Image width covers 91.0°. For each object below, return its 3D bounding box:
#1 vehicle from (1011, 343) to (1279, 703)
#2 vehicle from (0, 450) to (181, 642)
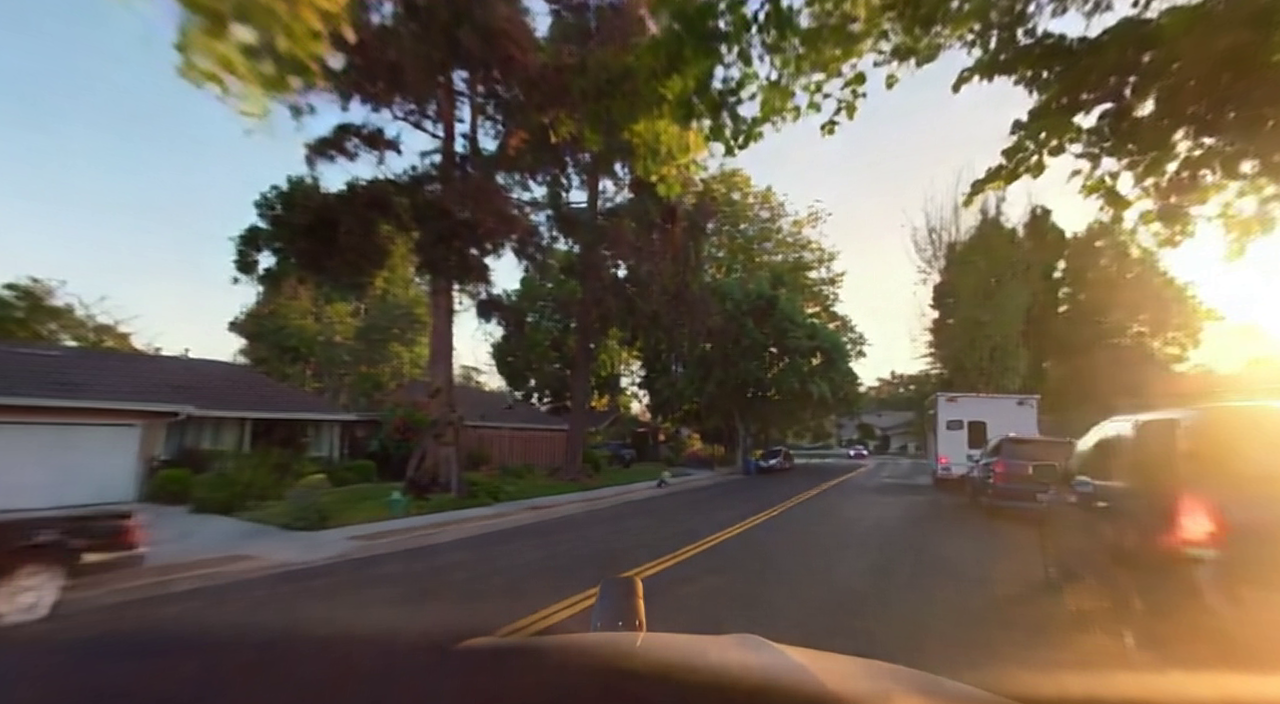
[{"bbox_3d":[4.504,1.140,4.790,2.182,1.785,5.726,-2,-7,24],"label":"vehicle"},{"bbox_3d":[-6.370,1.487,4.467,1.816,1.489,4.653,-3,-9,23],"label":"vehicle"}]
